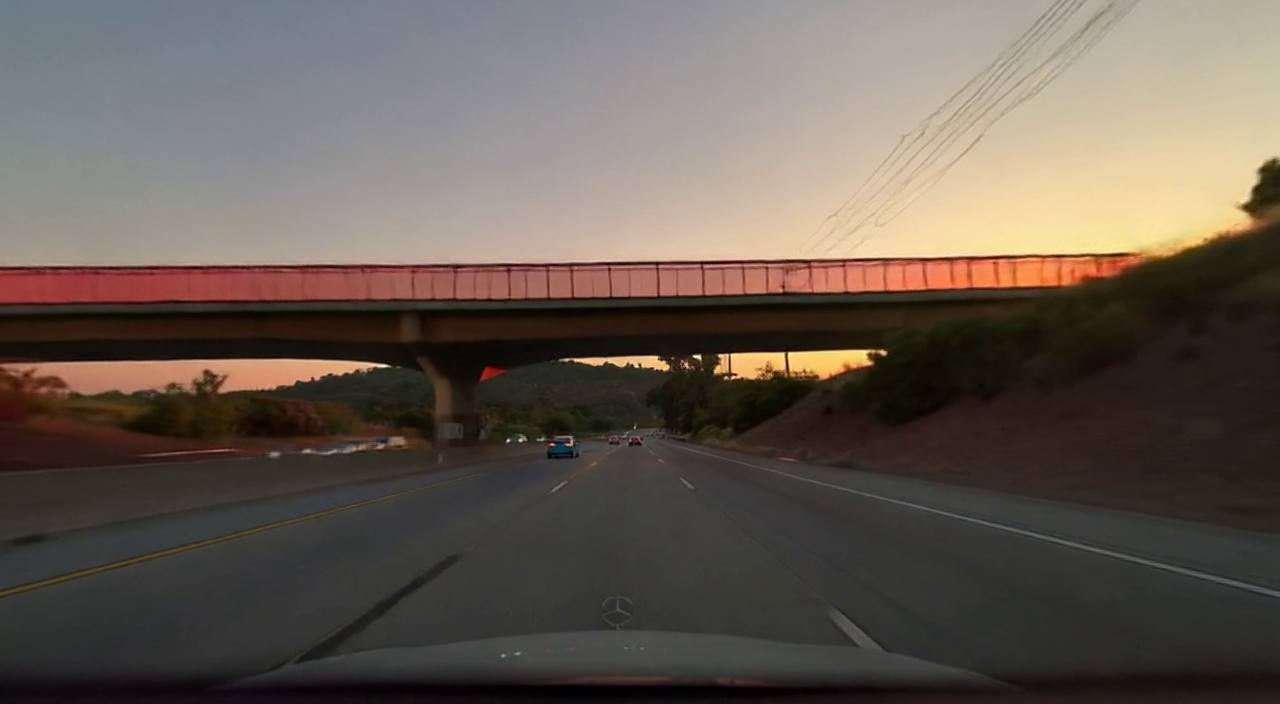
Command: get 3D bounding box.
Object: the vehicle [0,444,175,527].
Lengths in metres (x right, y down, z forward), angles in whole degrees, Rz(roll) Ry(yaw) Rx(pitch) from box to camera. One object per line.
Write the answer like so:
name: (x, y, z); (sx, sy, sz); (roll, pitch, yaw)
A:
vehicle: (-12.677, 2.724, 13.438); (1.970, 1.473, 4.699); (0, -8, -1)

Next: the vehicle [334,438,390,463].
vehicle: (-20.055, 7.127, 45.710); (1.970, 1.703, 4.636); (0, -8, -1)

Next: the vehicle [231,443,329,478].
vehicle: (-16.535, 4.967, 29.258); (1.831, 1.427, 4.610); (0, -8, 0)

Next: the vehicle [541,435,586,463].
vehicle: (-4.393, 5.640, 36.845); (2.074, 1.535, 4.437); (0, -8, 0)
